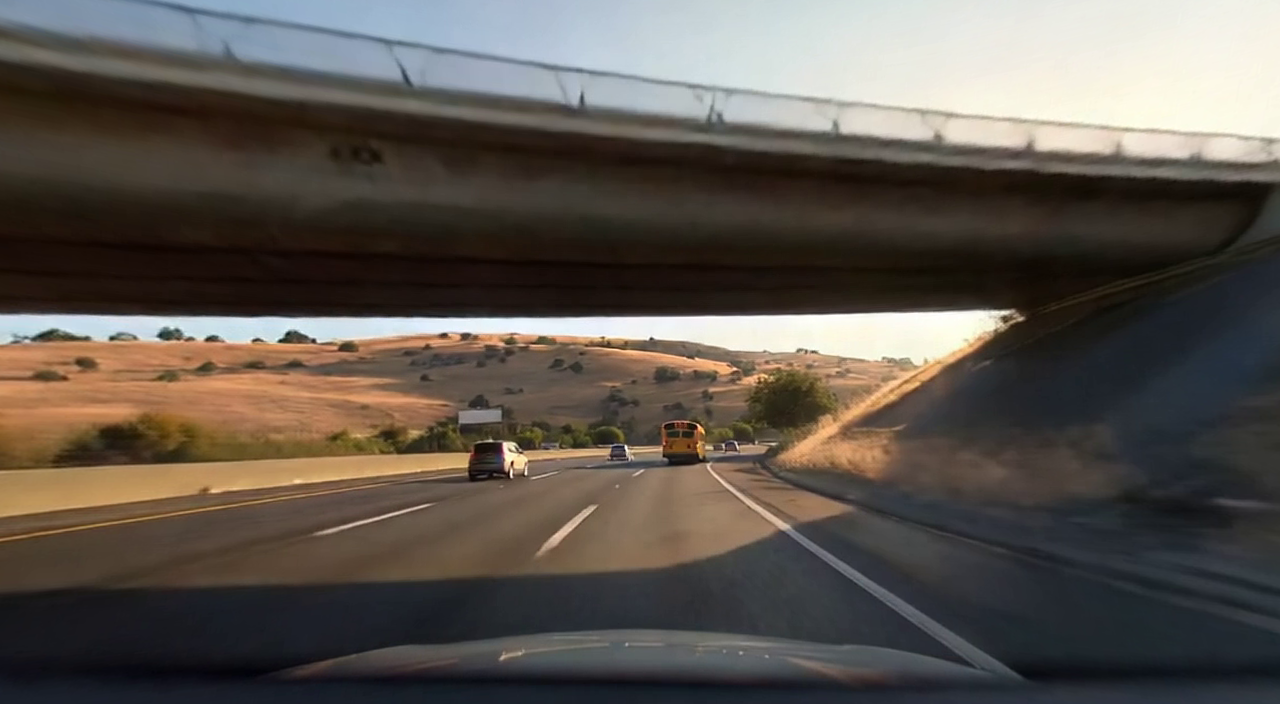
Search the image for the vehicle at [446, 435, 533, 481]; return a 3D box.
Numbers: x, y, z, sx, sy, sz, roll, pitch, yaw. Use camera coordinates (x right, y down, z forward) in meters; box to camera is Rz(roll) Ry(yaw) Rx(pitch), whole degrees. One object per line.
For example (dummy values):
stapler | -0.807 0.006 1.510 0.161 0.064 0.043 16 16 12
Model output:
vehicle | -6.066 4.339 26.083 2.172 1.689 4.625 0 -8 4
